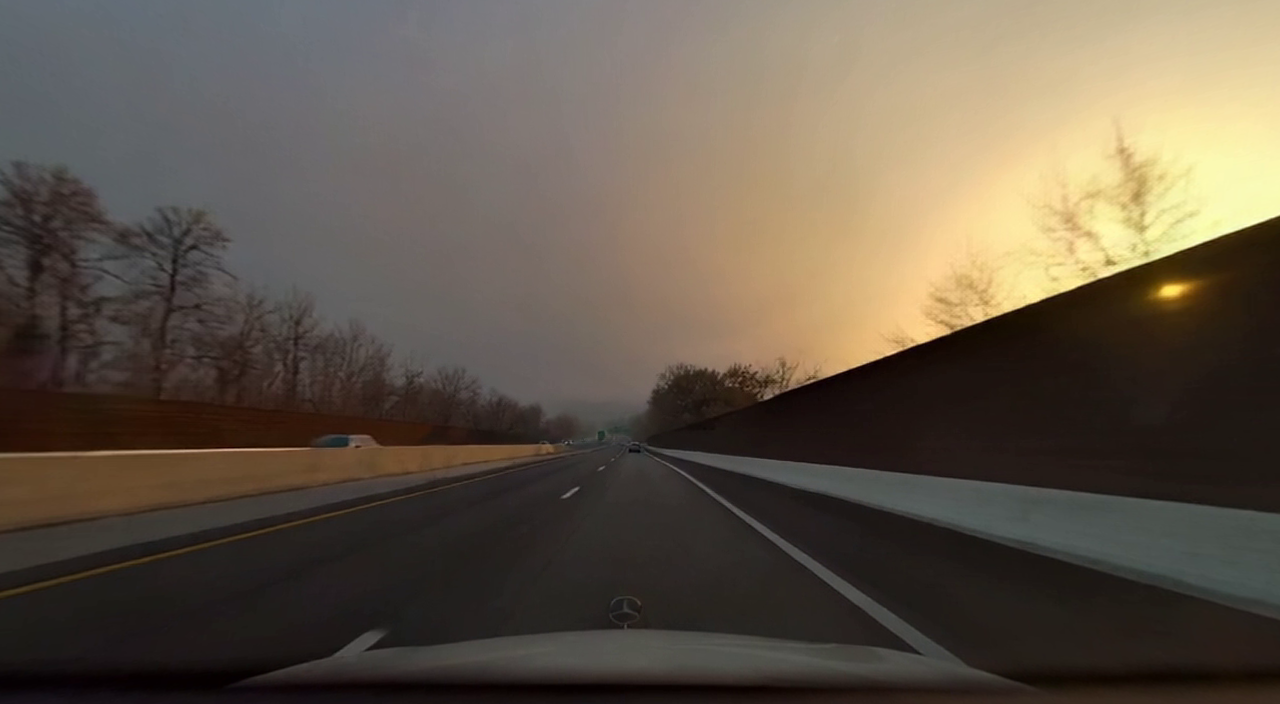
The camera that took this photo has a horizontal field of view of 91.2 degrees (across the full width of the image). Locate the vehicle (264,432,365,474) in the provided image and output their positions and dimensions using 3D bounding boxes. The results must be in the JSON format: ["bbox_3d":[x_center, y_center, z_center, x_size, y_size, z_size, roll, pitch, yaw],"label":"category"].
[{"bbox_3d":[-12.548,3.915,24.500,1.832,1.504,3.901,0,-8,0],"label":"vehicle"}]
